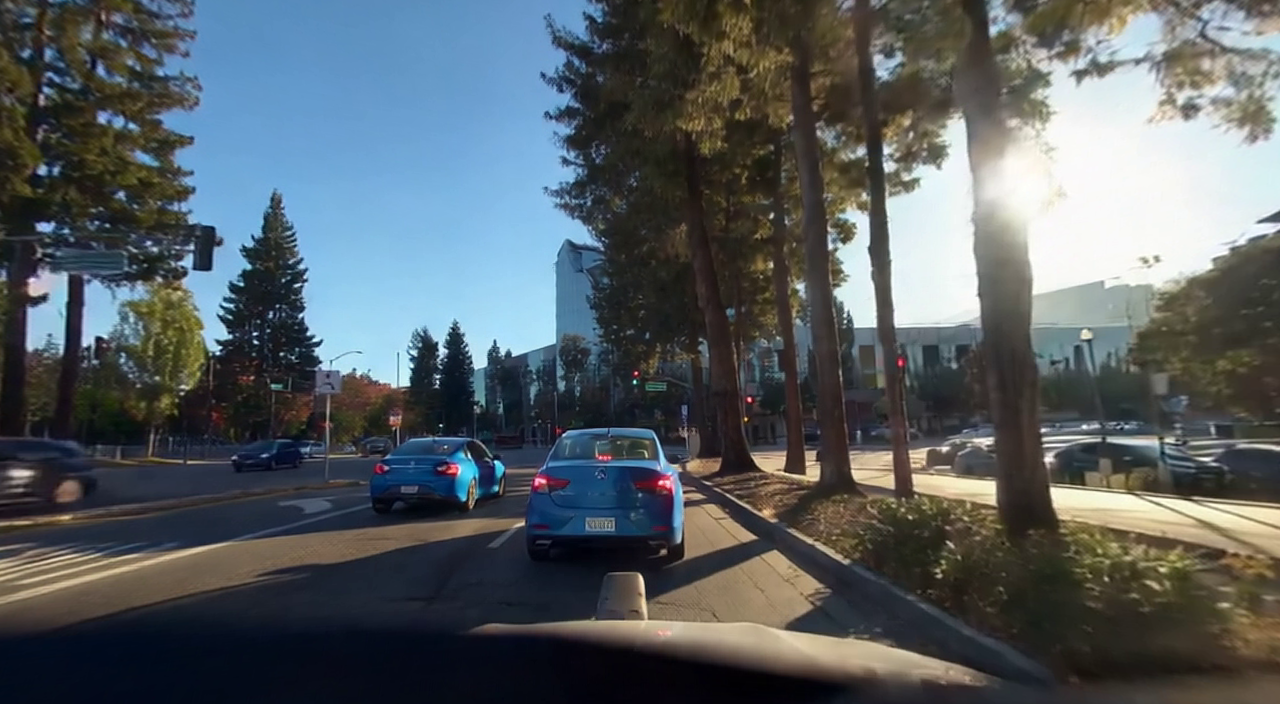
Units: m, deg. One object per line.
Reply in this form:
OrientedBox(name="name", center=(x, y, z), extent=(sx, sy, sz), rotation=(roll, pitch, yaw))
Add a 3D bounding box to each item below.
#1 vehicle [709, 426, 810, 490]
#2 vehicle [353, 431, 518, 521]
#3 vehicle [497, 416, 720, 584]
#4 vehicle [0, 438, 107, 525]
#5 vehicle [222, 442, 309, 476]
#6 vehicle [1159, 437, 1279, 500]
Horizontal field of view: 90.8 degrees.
OrientedBox(name="vehicle", center=(3.418, 3.131, 18.919), extent=(2.028, 1.678, 4.220), rotation=(0, -8, -2))
OrientedBox(name="vehicle", center=(-3.706, 2.312, 12.272), extent=(1.998, 1.452, 3.773), rotation=(0, -8, -1))
OrientedBox(name="vehicle", center=(-0.380, 1.673, 7.987), extent=(2.045, 1.533, 4.183), rotation=(0, -8, -3))
OrientedBox(name="vehicle", center=(-12.705, 2.400, 11.725), extent=(1.954, 1.583, 4.175), rotation=(0, -8, 0))
OrientedBox(name="vehicle", center=(-20.274, 5.781, 34.489), extent=(1.982, 1.712, 4.511), rotation=(0, -8, 0))
OrientedBox(name="vehicle", center=(14.941, 2.825, 15.216), extent=(3.339, 1.355, 1.592), rotation=(1, -9, 11))
